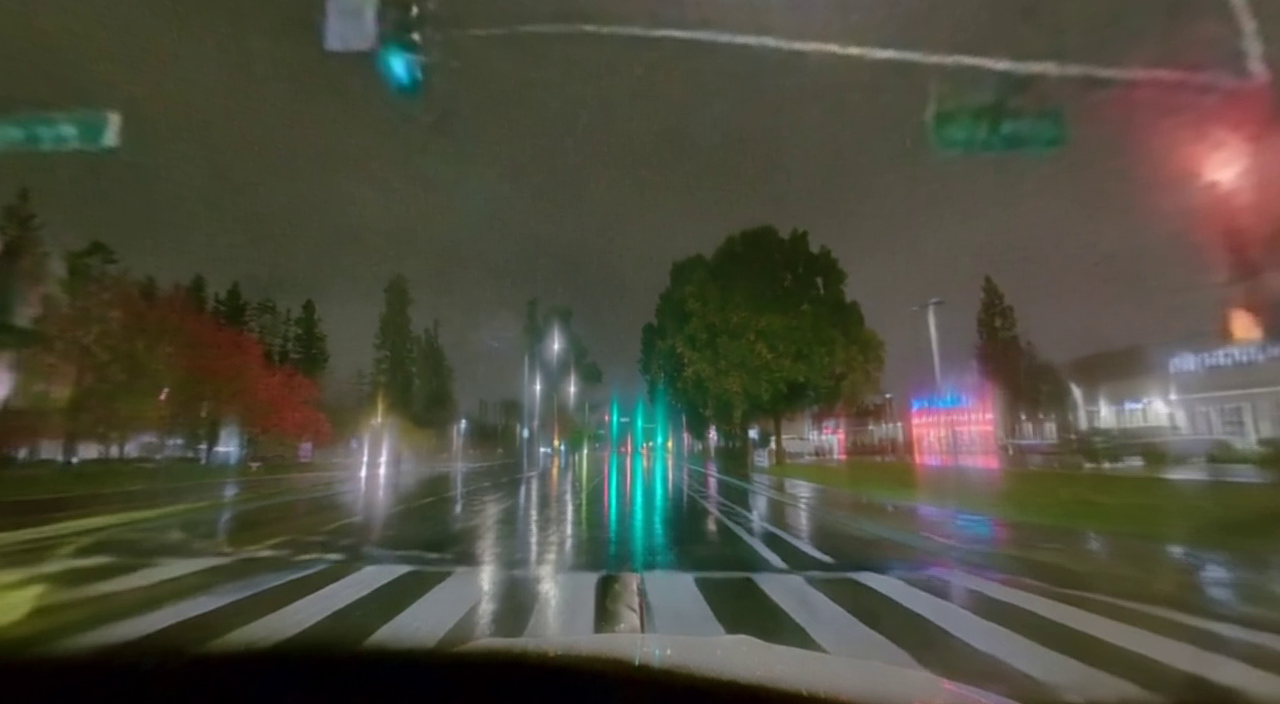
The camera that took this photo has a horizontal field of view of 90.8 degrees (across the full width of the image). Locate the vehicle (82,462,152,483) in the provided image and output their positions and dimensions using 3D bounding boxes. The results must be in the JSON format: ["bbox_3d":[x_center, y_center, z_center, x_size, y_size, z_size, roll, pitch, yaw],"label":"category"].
[{"bbox_3d":[-36.609,8.461,44.277,3.395,1.354,1.608,1,-8,-4],"label":"vehicle"}]

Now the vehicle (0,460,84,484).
[{"bbox_3d":[-37.014,7.406,39.090,3.470,1.401,1.748,0,-8,-1],"label":"vehicle"}]

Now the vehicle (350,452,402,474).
[{"bbox_3d":[-19.252,8.072,46.219,1.825,1.457,4.454,0,-8,1],"label":"vehicle"}]

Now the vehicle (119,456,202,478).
[{"bbox_3d":[-37.237,8.920,49.125,4.772,1.580,2.040,0,-8,1],"label":"vehicle"}]
